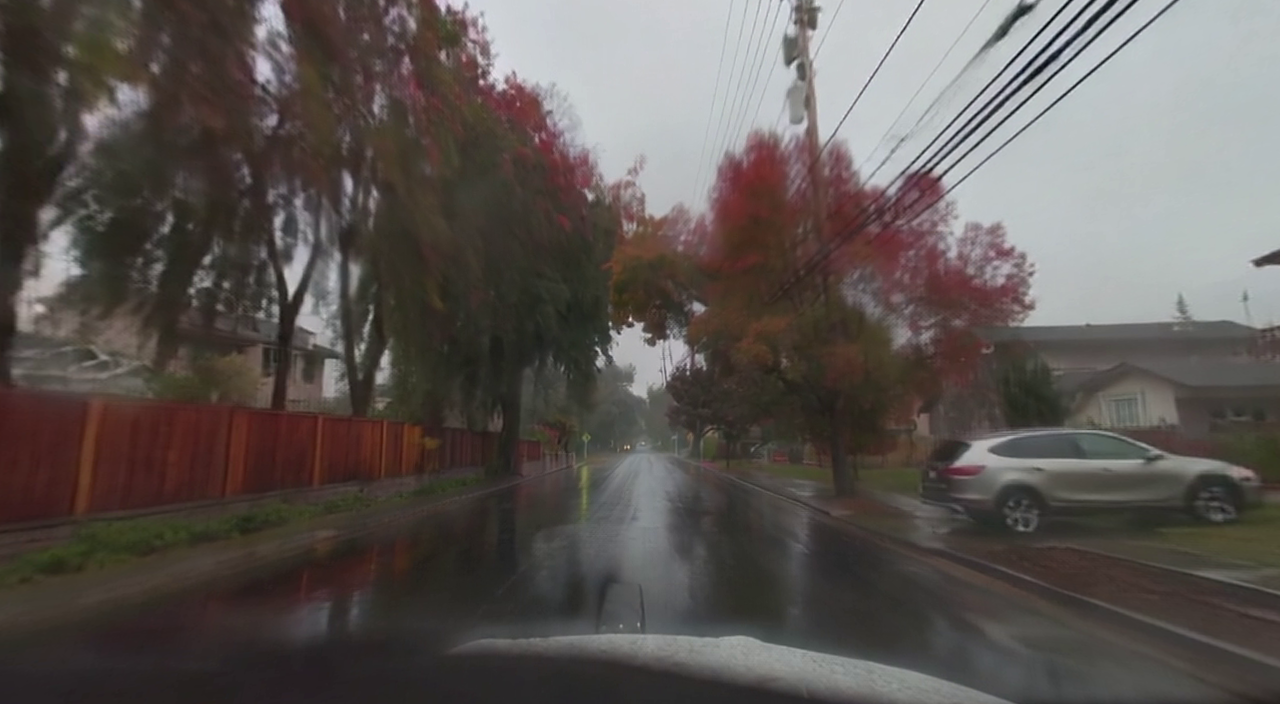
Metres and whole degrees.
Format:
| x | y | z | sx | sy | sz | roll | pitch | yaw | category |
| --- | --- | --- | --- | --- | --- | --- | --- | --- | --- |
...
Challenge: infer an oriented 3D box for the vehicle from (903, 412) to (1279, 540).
| x | y | z | sx | sy | sz | roll | pitch | yaw | category |
| --- | --- | --- | --- | --- | --- | --- | --- | --- | --- |
| 7.225 | 1.977 | 10.423 | 4.806 | 1.851 | 2.050 | 0 | -9 | 3 | vehicle |
